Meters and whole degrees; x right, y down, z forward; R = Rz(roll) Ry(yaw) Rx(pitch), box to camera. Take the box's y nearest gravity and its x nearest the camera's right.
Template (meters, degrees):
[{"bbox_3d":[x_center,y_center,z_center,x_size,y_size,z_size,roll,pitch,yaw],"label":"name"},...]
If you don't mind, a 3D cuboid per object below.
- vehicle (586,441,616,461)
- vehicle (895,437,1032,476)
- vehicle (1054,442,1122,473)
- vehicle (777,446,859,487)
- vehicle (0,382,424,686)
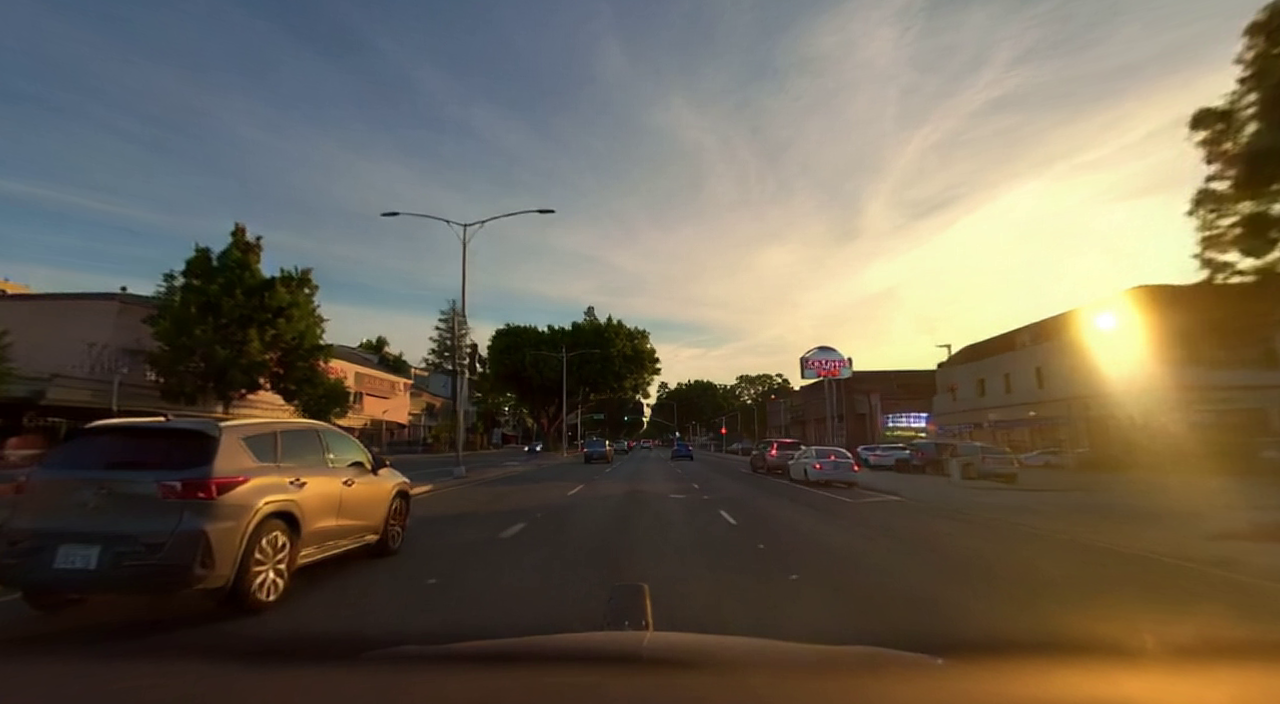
[{"bbox_3d":[-2.939,7.598,48.290,2.005,1.446,4.265,0,-8,1],"label":"vehicle"},{"bbox_3d":[15.154,4.882,29.755,5.326,1.690,2.007,-8,-11,42],"label":"vehicle"},{"bbox_3d":[26.314,6.149,36.926,4.673,1.696,1.922,7,-11,-39],"label":"vehicle"},{"bbox_3d":[6.688,4.326,24.225,1.888,1.425,4.547,0,-8,1],"label":"vehicle"},{"bbox_3d":[-3.591,1.272,5.459,1.983,1.635,3.957,0,-8,0],"label":"vehicle"}]
